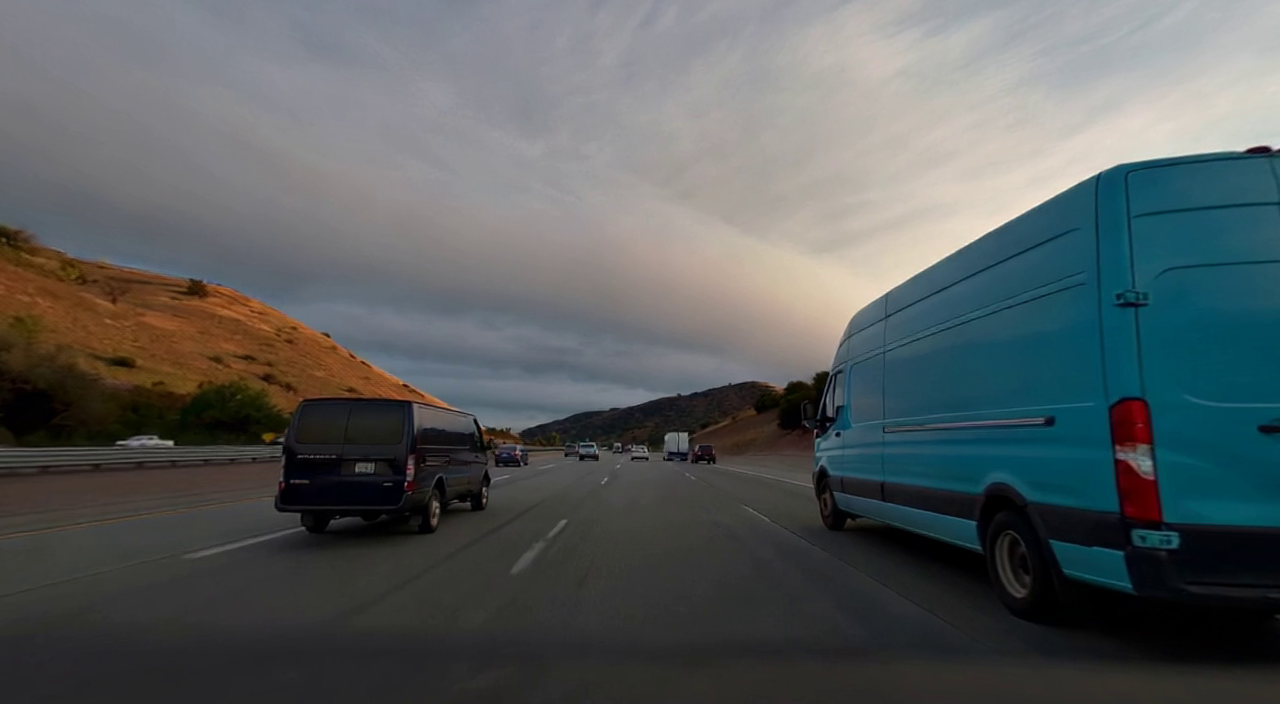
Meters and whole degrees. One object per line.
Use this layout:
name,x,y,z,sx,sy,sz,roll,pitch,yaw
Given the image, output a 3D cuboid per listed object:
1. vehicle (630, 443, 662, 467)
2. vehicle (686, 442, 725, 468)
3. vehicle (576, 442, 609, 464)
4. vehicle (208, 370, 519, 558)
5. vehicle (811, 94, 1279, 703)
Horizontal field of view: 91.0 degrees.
vehicle,0.386,6.842,41.916,2.014,1.543,3.804,0,-9,0
vehicle,4.198,6.713,41.060,2.051,1.598,4.145,0,-9,-1
vehicle,-3.590,7.736,48.118,2.138,1.581,4.340,0,-9,0
vehicle,-3.819,1.751,10.380,2.421,2.203,5.775,0,-9,1
vehicle,4.228,0.717,6.725,2.764,3.260,7.019,0,-9,0
